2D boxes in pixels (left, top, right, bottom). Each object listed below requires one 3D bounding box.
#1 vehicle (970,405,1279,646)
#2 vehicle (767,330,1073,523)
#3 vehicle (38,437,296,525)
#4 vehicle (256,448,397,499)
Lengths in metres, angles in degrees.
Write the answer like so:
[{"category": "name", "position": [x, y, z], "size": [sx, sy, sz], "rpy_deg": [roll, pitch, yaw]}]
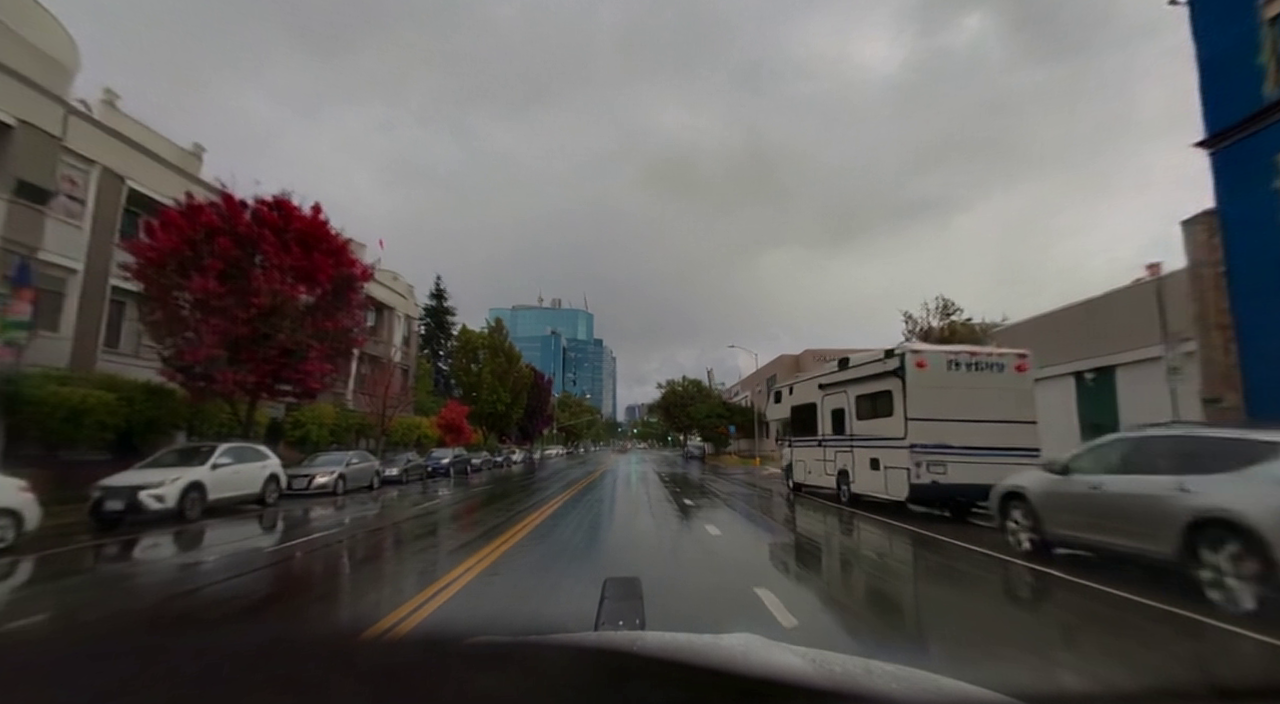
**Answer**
[{"category": "vehicle", "position": [5.904, 1.554, 6.453], "size": [2.154, 1.804, 5.341], "rpy_deg": [0, -8, 0]}, {"category": "vehicle", "position": [6.032, 2.020, 16.337], "size": [3.102, 3.473, 9.734], "rpy_deg": [0, -8, -2]}, {"category": "vehicle", "position": [-10.021, 2.723, 14.006], "size": [2.276, 1.597, 4.421], "rpy_deg": [0, -8, 0]}, {"category": "vehicle", "position": [-10.022, 3.890, 20.754], "size": [2.078, 1.427, 4.900], "rpy_deg": [0, -8, 0]}]
